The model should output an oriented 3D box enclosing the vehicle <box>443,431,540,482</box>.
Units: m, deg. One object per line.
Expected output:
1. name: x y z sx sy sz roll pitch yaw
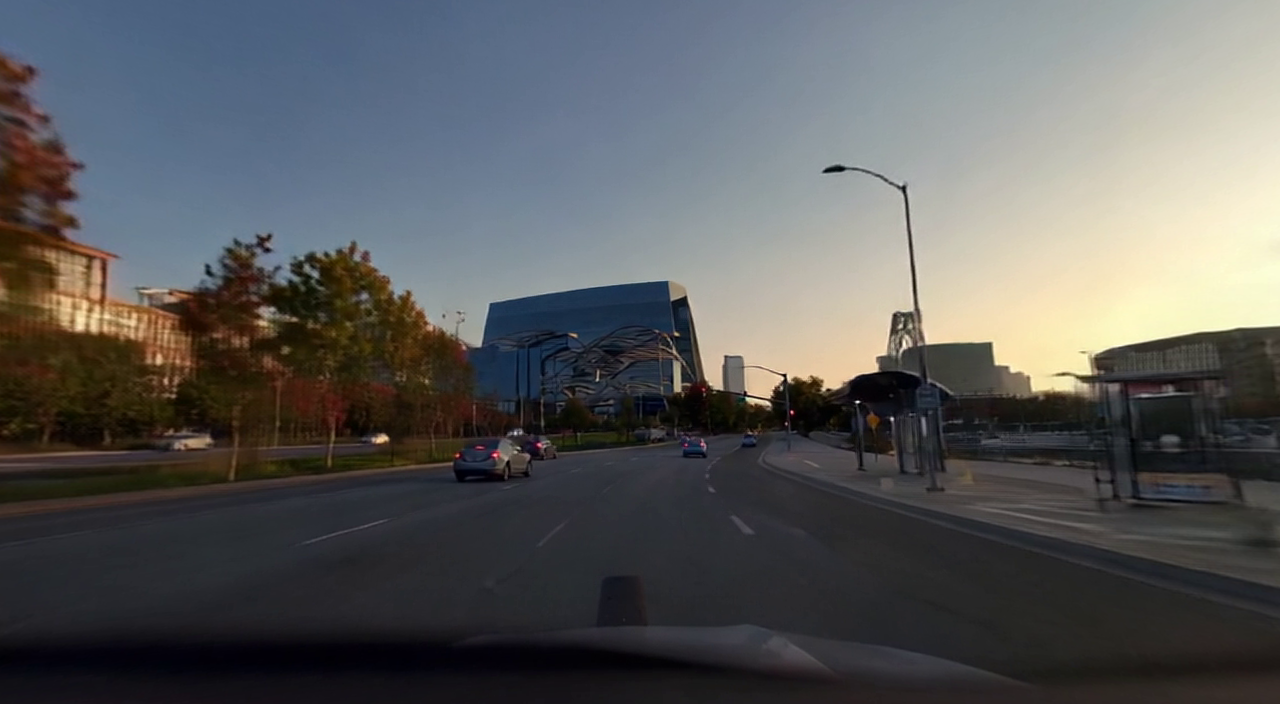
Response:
1. vehicle: -5.405 3.882 23.680 2.181 1.728 4.515 -1 -9 5
